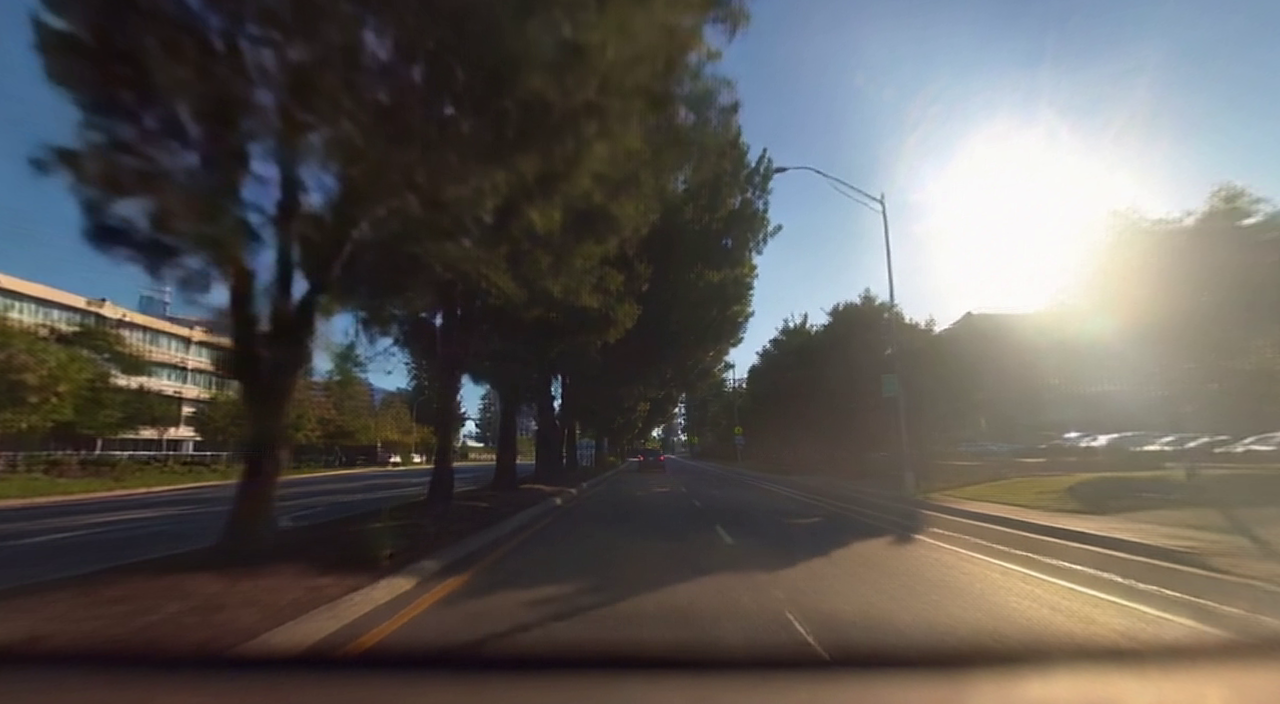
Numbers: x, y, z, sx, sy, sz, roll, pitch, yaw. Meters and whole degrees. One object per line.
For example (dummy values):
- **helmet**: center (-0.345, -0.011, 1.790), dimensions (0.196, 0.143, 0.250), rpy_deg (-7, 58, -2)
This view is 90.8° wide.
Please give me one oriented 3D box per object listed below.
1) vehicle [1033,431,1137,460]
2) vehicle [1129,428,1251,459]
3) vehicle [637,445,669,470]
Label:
- **vehicle**: center (26.821, 5.679, 38.399), dimensions (2.143, 1.623, 5.235), rpy_deg (0, -8, -6)
- **vehicle**: center (27.776, 4.677, 32.137), dimensions (1.847, 1.451, 4.470), rpy_deg (1, -9, -8)
- **vehicle**: center (0.864, 7.378, 44.331), dimensions (2.158, 1.600, 3.865), rpy_deg (0, -9, -1)
